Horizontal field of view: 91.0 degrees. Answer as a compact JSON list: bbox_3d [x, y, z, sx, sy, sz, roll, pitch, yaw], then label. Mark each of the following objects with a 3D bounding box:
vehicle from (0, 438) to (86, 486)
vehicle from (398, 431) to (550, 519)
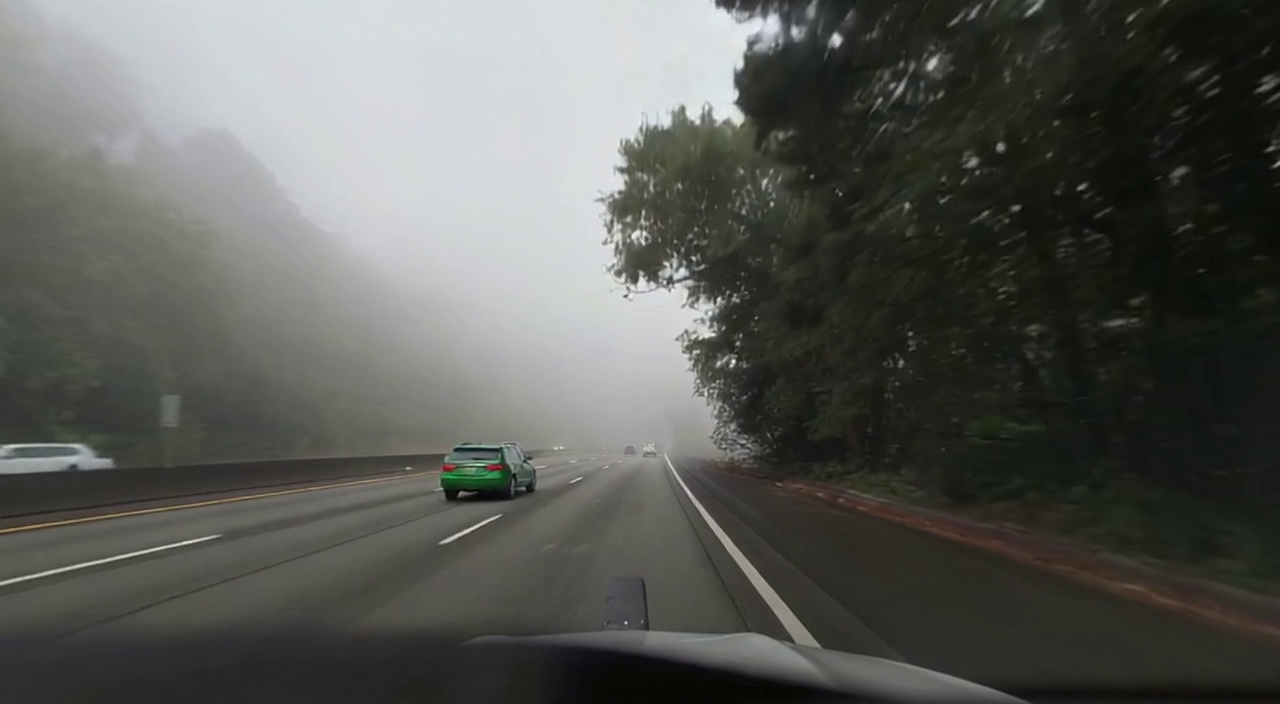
[{"bbox_3d":[-23.051,3.966,22.739,1.868,1.620,4.490,-1,-8,1],"label":"vehicle"},{"bbox_3d":[-3.300,2.533,13.573,2.015,1.561,4.469,0,-8,1],"label":"vehicle"}]
